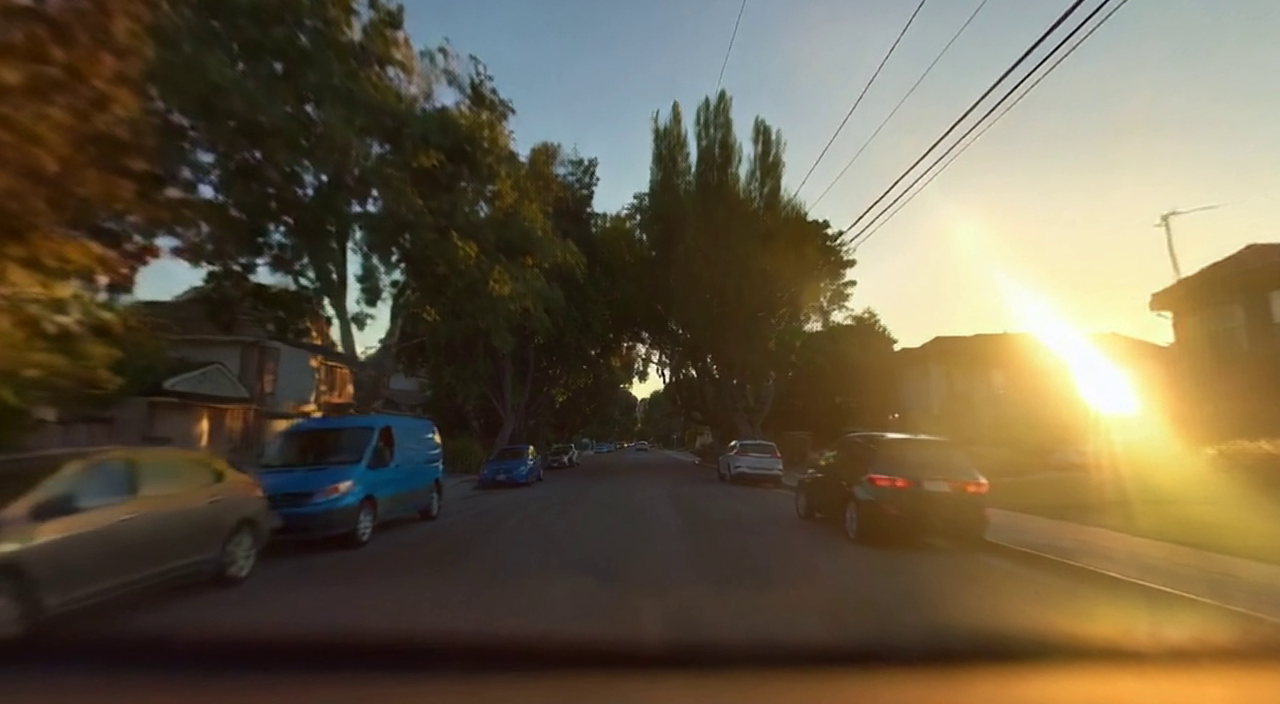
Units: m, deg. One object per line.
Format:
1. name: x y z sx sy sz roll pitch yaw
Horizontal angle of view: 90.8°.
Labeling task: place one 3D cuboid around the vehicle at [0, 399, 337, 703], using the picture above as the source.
1. vehicle: -4.523 1.310 4.752 2.116 1.659 4.832 -3 -7 0

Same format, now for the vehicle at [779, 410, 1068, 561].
1. vehicle: 4.095 2.058 10.664 2.152 1.810 5.846 1 -8 0

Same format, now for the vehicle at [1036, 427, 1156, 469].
1. vehicle: 19.262 4.084 26.961 2.086 1.658 4.154 0 -9 2

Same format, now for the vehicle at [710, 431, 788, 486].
1. vehicle: 3.890 3.900 23.457 2.173 1.806 4.701 0 -8 1

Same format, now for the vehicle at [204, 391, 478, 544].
1. vehicle: -4.646 1.884 11.163 2.087 1.993 5.635 0 -7 0

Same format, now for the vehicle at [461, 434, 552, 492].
1. vehicle: -4.372 3.714 21.432 2.157 1.736 4.104 -1 -8 1
